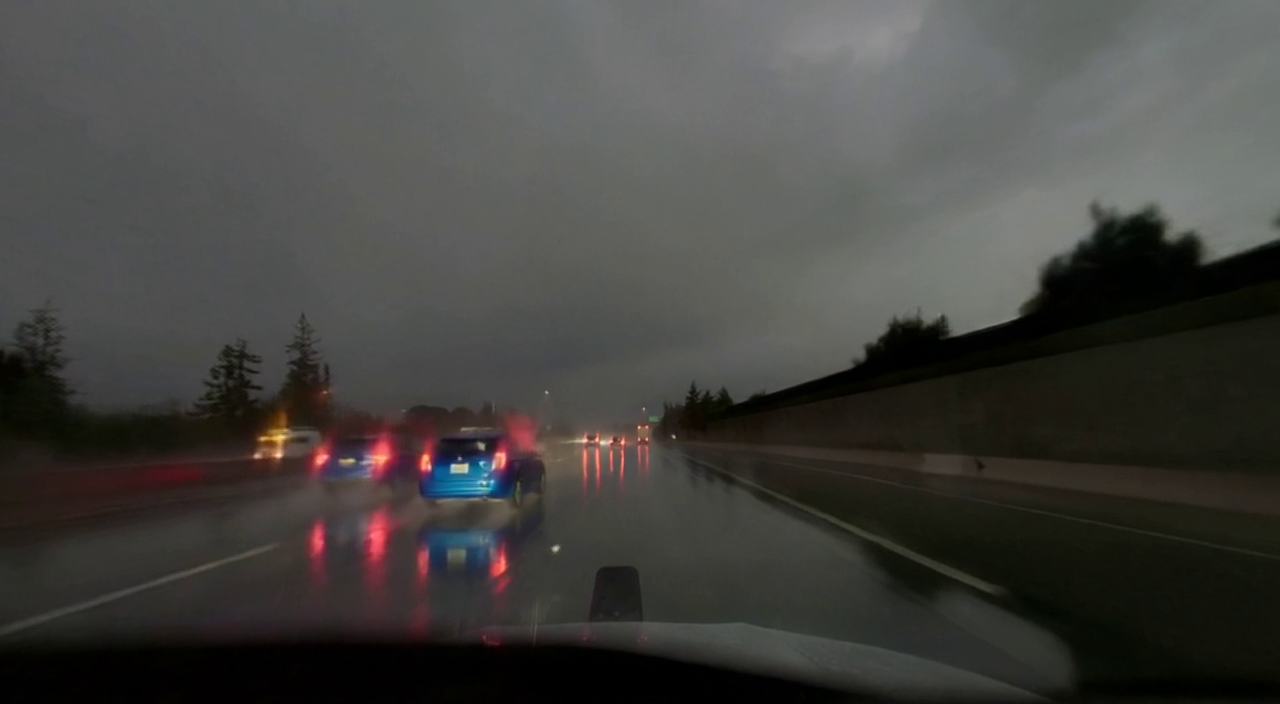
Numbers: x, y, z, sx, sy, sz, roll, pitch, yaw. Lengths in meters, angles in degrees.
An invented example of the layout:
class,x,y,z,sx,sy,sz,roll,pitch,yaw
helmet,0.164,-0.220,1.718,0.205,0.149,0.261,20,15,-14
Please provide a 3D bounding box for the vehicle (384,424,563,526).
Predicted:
class,x,y,z,sx,sy,sz,roll,pitch,yaw
vehicle,-2.707,2.090,11.304,2.079,1.500,3.881,0,-8,1

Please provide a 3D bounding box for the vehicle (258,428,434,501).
class,x,y,z,sx,sy,sz,roll,pitch,yaw
vehicle,-6.794,2.630,15.208,2.084,1.494,4.404,0,-8,0
